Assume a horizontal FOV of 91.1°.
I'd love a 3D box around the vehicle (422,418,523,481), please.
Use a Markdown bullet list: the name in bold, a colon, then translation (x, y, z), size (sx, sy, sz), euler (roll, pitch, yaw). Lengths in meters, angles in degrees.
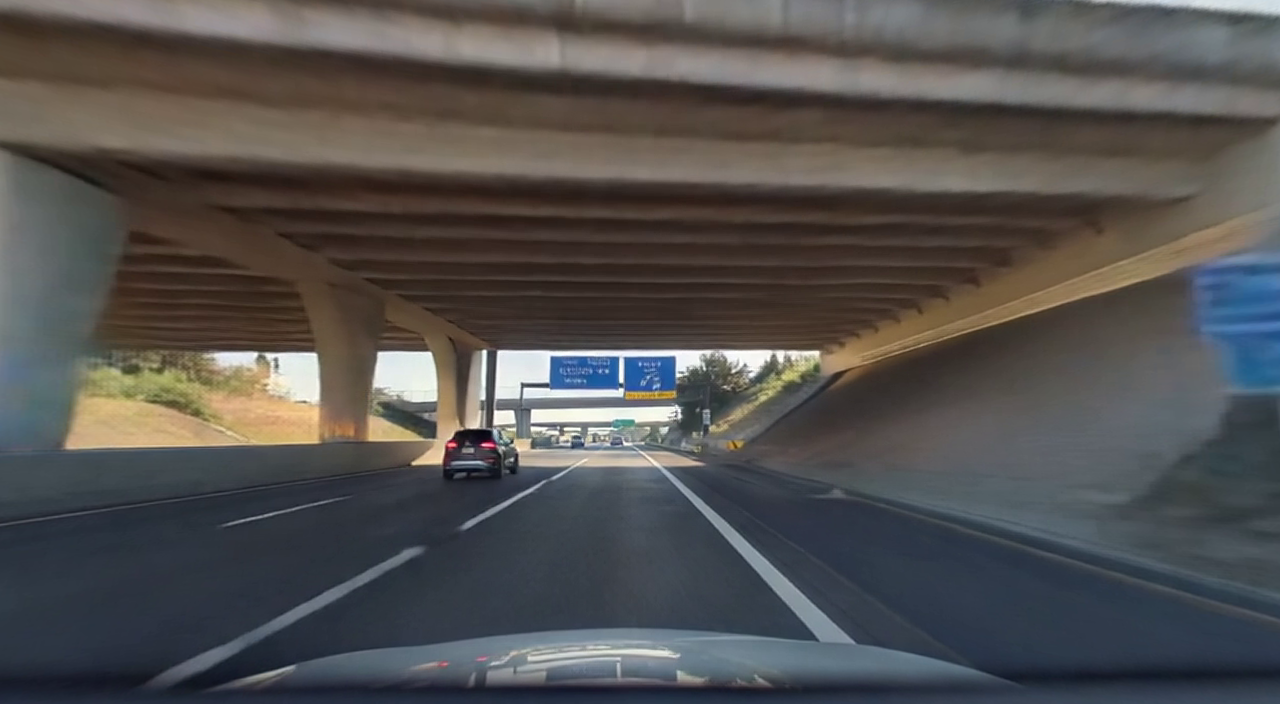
- **vehicle**: translation (-4.992, 2.955, 19.325), size (2.007, 1.727, 4.040), euler (0, -8, 0)
